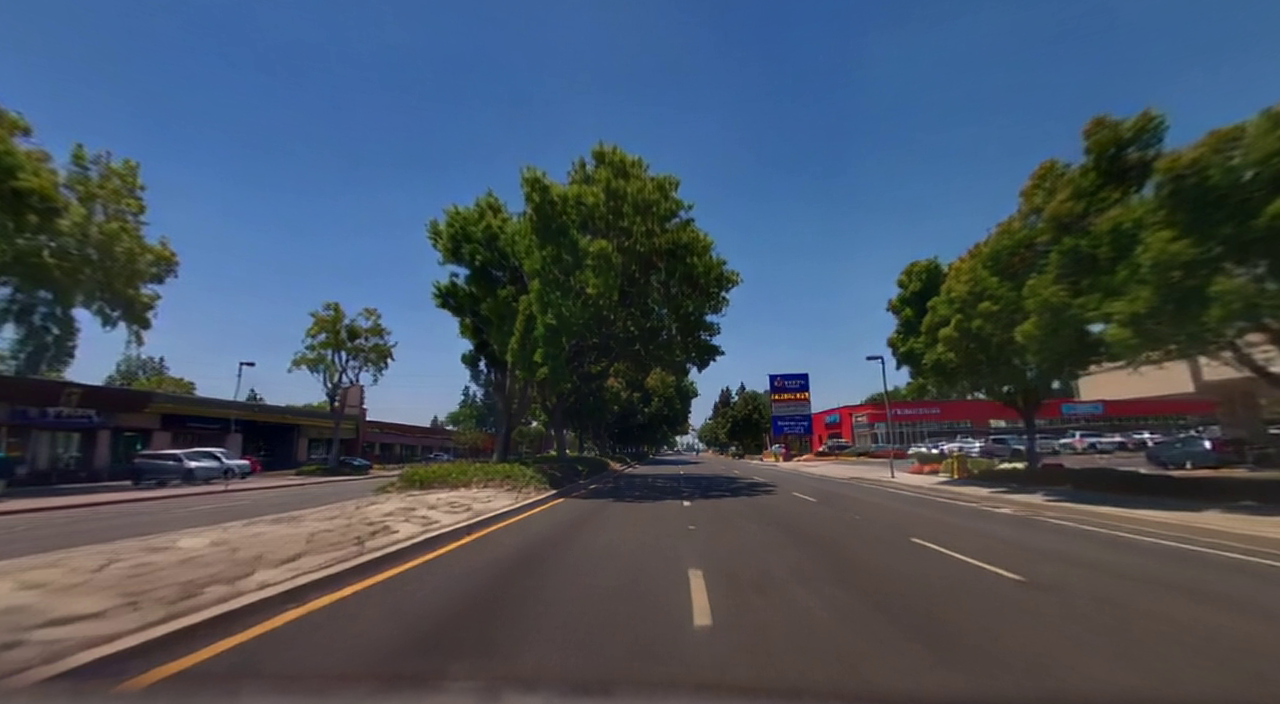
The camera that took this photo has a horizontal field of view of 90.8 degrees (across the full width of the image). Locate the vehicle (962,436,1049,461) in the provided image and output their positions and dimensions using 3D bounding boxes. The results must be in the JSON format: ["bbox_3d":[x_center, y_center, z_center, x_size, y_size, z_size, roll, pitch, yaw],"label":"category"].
[{"bbox_3d":[22.065,5.848,38.269,4.095,1.386,1.784,-1,-9,2],"label":"vehicle"}]

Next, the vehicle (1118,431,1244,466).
[{"bbox_3d":[27.844,5.045,32.810,2.129,1.652,5.150,-1,-9,3],"label":"vehicle"}]

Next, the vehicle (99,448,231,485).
[{"bbox_3d":[-27.373,6.572,36.638,2.139,1.987,5.536,-6,-11,32],"label":"vehicle"}]

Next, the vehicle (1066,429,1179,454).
[{"bbox_3d":[35.283,6.608,46.334,6.073,1.758,2.439,-1,-9,5],"label":"vehicle"}]
